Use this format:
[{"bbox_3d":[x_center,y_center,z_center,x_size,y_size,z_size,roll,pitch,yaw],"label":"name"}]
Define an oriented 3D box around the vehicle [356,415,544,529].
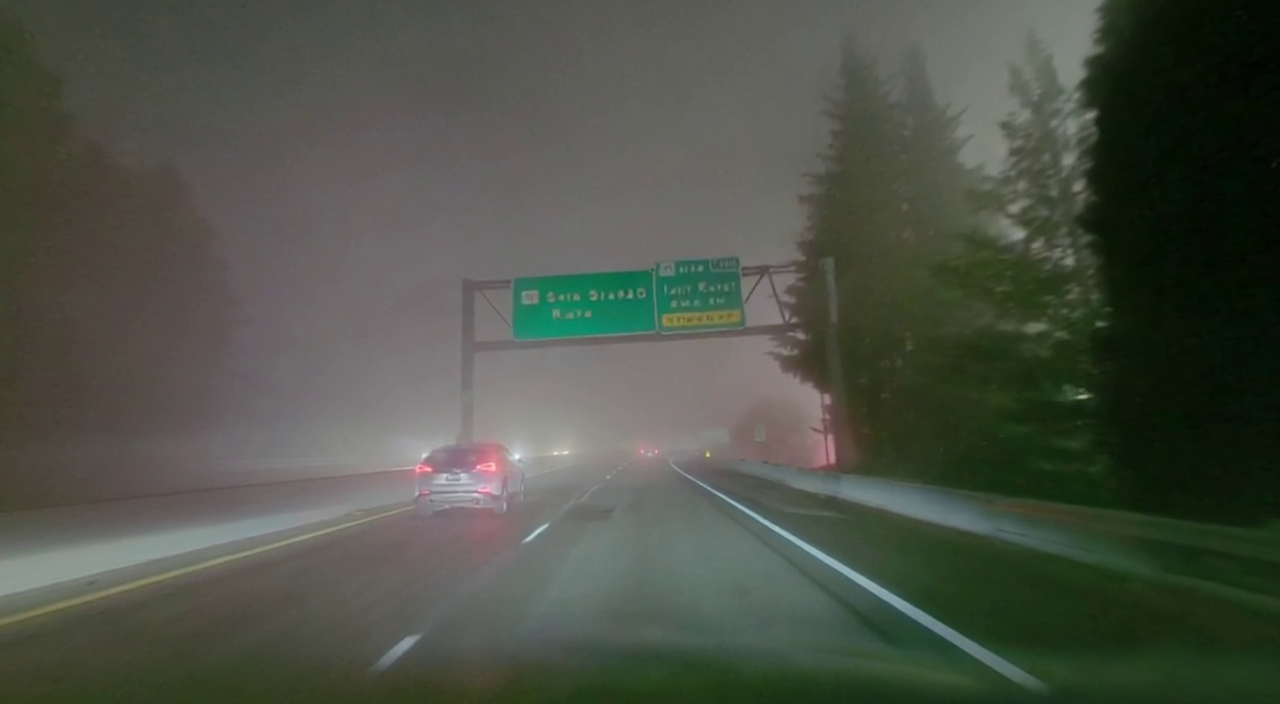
[{"bbox_3d":[-3.538,2.402,13.249,2.143,1.851,5.817,0,-9,0],"label":"vehicle"}]
